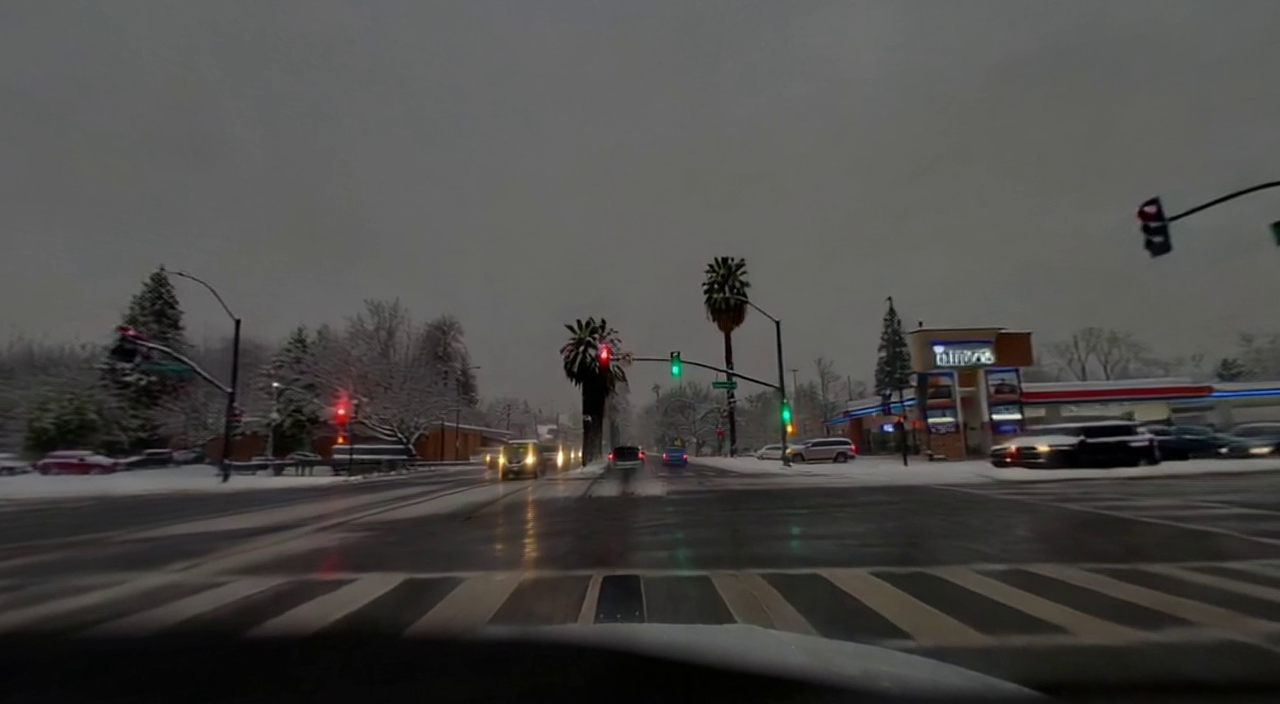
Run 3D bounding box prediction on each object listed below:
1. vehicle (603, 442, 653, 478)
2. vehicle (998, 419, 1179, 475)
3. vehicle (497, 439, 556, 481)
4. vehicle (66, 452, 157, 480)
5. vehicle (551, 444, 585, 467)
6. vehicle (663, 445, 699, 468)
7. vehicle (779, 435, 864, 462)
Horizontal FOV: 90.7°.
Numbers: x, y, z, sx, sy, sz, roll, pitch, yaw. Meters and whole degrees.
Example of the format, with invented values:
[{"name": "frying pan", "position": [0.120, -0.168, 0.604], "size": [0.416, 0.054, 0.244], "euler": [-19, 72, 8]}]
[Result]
[{"name": "vehicle", "position": [-0.567, 4.995, 29.522], "size": [2.160, 1.508, 4.319], "euler": [0, -9, -1]}, {"name": "vehicle", "position": [17.072, 3.646, 24.341], "size": [5.173, 1.976, 2.223], "euler": [0, -9, 0]}, {"name": "vehicle", "position": [-5.297, 5.041, 30.008], "size": [2.032, 1.747, 4.479], "euler": [-2, -8, -1]}, {"name": "vehicle", "position": [-33.867, 7.285, 40.745], "size": [1.913, 1.638, 4.553], "euler": [0, -9, 0]}, {"name": "vehicle", "position": [-5.367, 7.762, 47.675], "size": [2.060, 1.643, 4.359], "euler": [-1, -9, 1]}, {"name": "vehicle", "position": [2.803, 7.268, 44.222], "size": [2.060, 1.471, 4.168], "euler": [0, -9, -2]}, {"name": "vehicle", "position": [13.478, 7.230, 47.236], "size": [5.718, 1.911, 2.088], "euler": [0, -9, -2]}]
